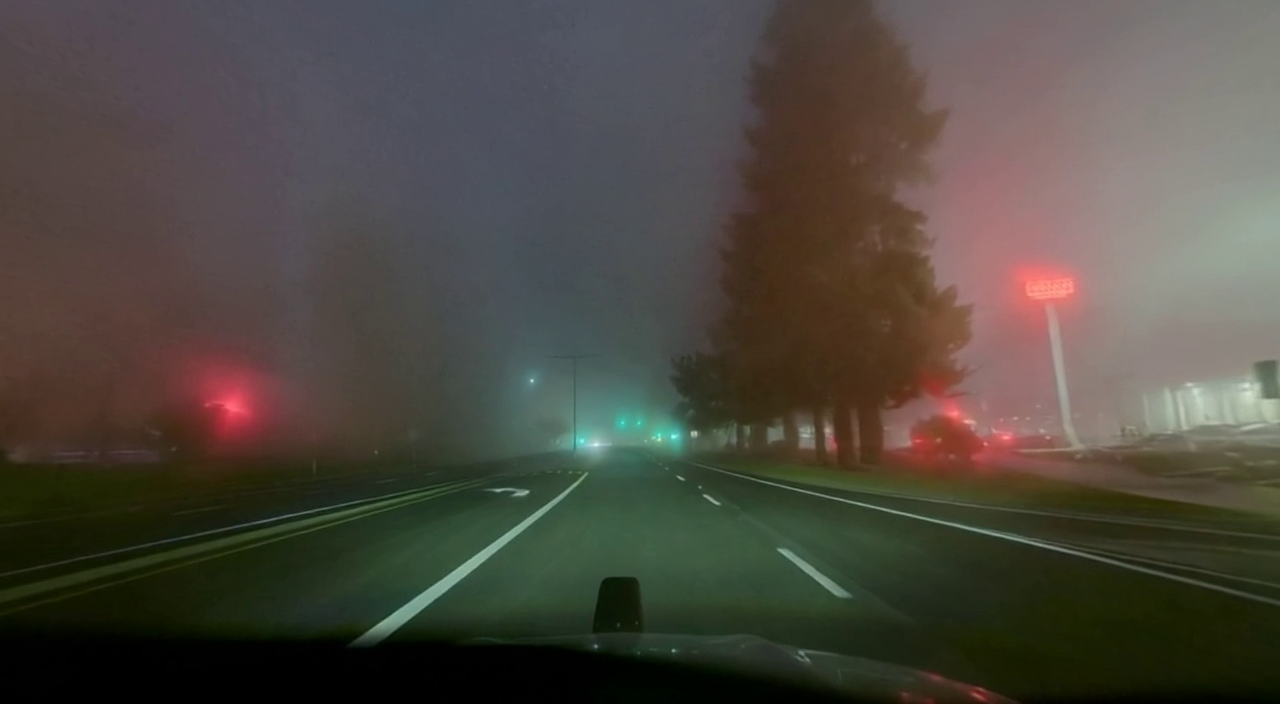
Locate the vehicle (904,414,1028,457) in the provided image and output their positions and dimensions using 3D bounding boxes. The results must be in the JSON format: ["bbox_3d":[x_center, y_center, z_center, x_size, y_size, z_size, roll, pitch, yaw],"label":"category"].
[{"bbox_3d":[19.800,5.106,38.421,6.174,2.496,2.349,0,-8,-2],"label":"vehicle"}]
